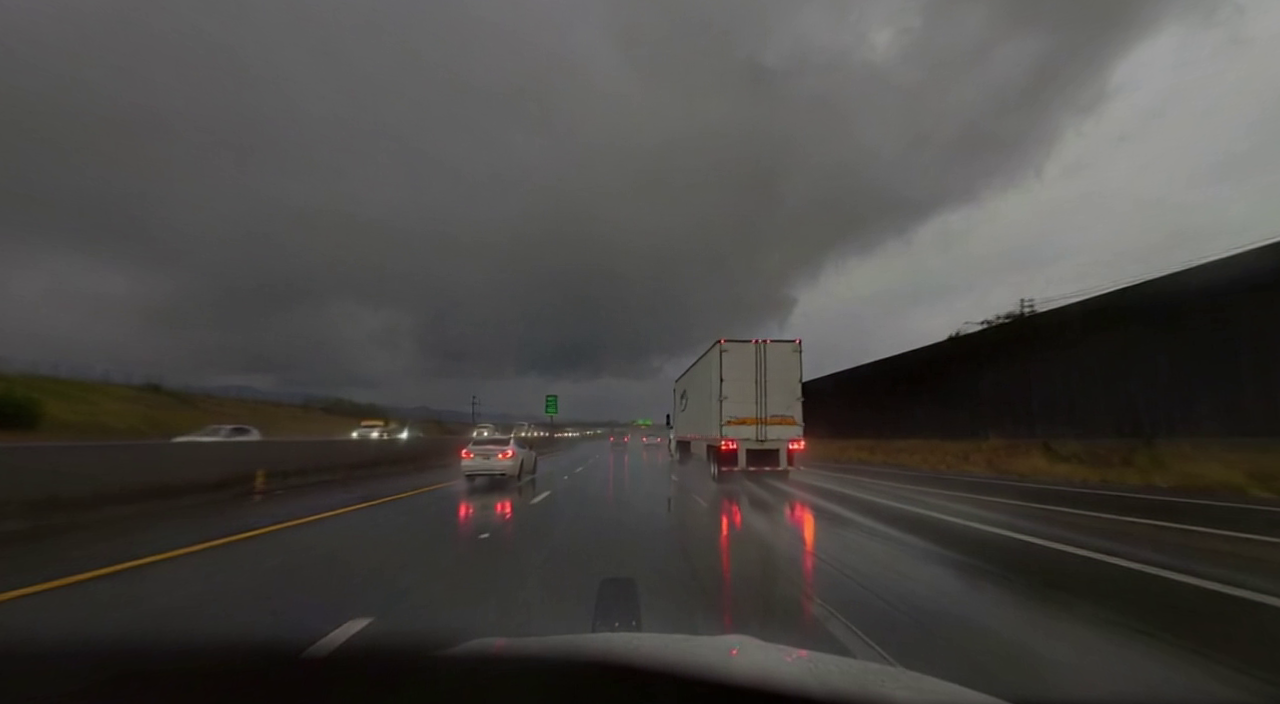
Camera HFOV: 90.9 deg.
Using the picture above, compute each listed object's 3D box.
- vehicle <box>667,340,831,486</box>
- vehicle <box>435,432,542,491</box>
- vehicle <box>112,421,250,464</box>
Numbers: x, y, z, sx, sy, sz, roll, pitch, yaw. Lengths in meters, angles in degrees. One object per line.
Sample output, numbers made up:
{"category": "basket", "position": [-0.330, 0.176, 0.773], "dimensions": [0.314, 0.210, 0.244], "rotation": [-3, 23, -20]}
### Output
{"category": "vehicle", "position": [3.303, 2.598, 24.606], "dimensions": [3.241, 4.042, 14.292], "rotation": [0, -8, -3]}
{"category": "vehicle", "position": [-4.074, 2.994, 17.769], "dimensions": [1.971, 1.444, 4.401], "rotation": [0, -8, -1]}
{"category": "vehicle", "position": [-16.588, 3.286, 23.082], "dimensions": [1.806, 1.429, 4.397], "rotation": [0, -8, -1]}
